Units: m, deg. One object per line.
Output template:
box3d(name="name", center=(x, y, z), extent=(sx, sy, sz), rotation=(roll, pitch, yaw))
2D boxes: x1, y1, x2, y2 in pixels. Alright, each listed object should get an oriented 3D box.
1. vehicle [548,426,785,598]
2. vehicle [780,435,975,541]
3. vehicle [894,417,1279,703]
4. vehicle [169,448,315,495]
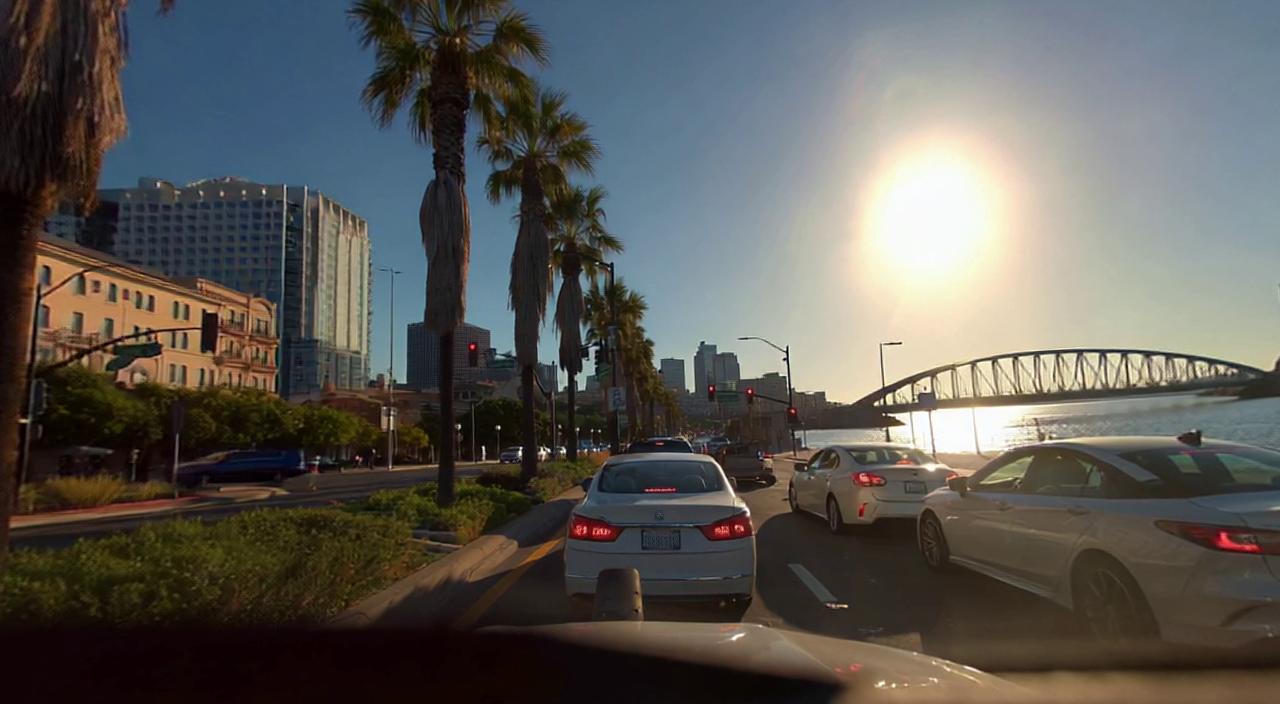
box3d(name="vehicle", center=(0.262, 1.704, 7.501), extent=(2.093, 1.503, 3.681), rotation=(0, -9, 1))
box3d(name="vehicle", center=(3.896, 2.287, 11.308), extent=(1.920, 1.490, 4.417), rotation=(-1, -9, 2))
box3d(name="vehicle", center=(3.915, 1.362, 5.086), extent=(1.913, 1.469, 4.425), rotation=(0, -9, 0))
box3d(name="vehicle", center=(-15.229, 4.570, 24.532), extent=(2.022, 1.604, 4.495), rotation=(-3, -9, 16))
